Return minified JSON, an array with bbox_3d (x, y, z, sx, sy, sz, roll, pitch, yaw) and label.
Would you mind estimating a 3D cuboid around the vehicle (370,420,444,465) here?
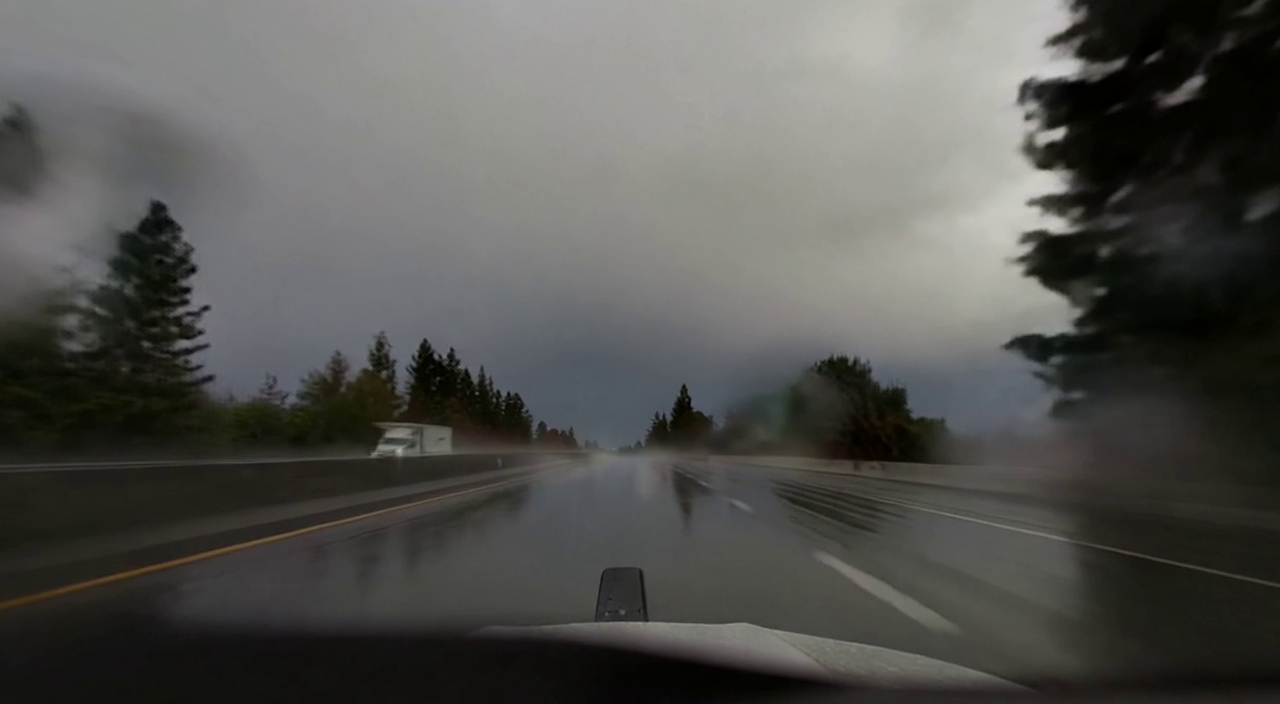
[{"bbox_3d":[-17.578,6.976,48.230,2.685,3.137,7.722,0,-9,0],"label":"vehicle"}]
